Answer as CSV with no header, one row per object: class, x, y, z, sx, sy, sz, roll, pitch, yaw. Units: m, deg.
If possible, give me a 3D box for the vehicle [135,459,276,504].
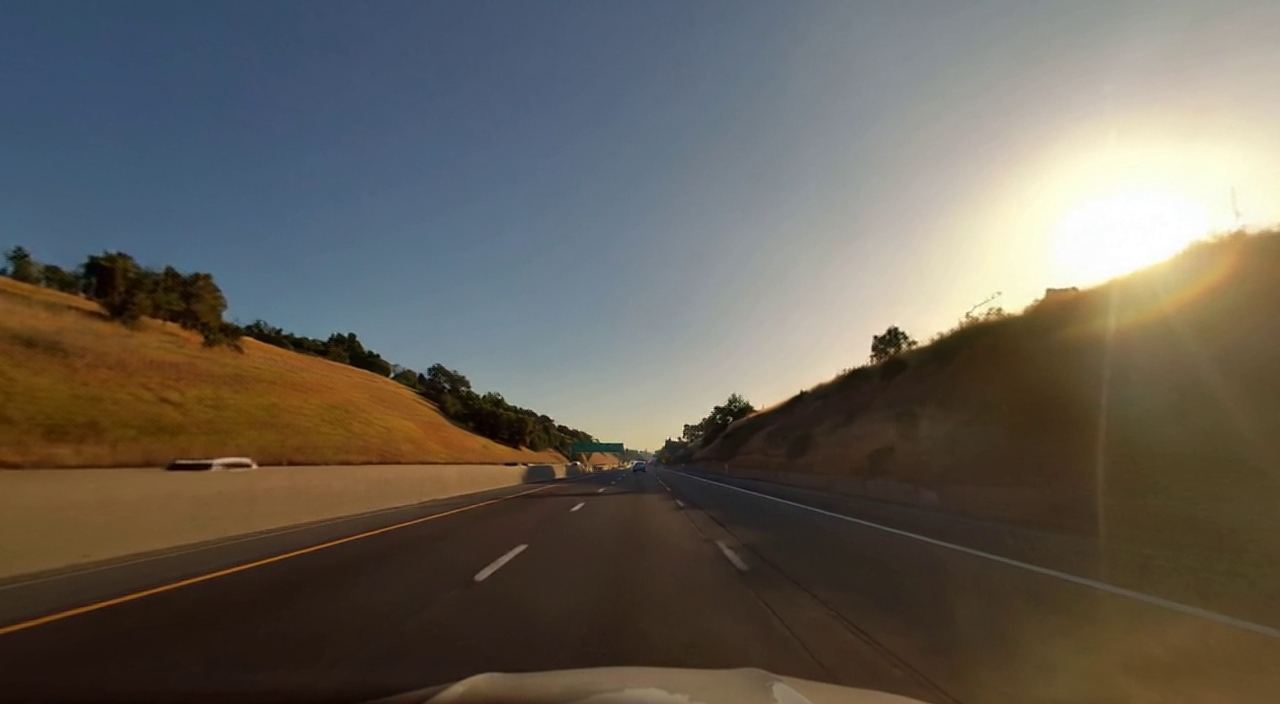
vehicle,-16.085,4.808,23.681,2.019,1.473,4.559,1,-11,0
